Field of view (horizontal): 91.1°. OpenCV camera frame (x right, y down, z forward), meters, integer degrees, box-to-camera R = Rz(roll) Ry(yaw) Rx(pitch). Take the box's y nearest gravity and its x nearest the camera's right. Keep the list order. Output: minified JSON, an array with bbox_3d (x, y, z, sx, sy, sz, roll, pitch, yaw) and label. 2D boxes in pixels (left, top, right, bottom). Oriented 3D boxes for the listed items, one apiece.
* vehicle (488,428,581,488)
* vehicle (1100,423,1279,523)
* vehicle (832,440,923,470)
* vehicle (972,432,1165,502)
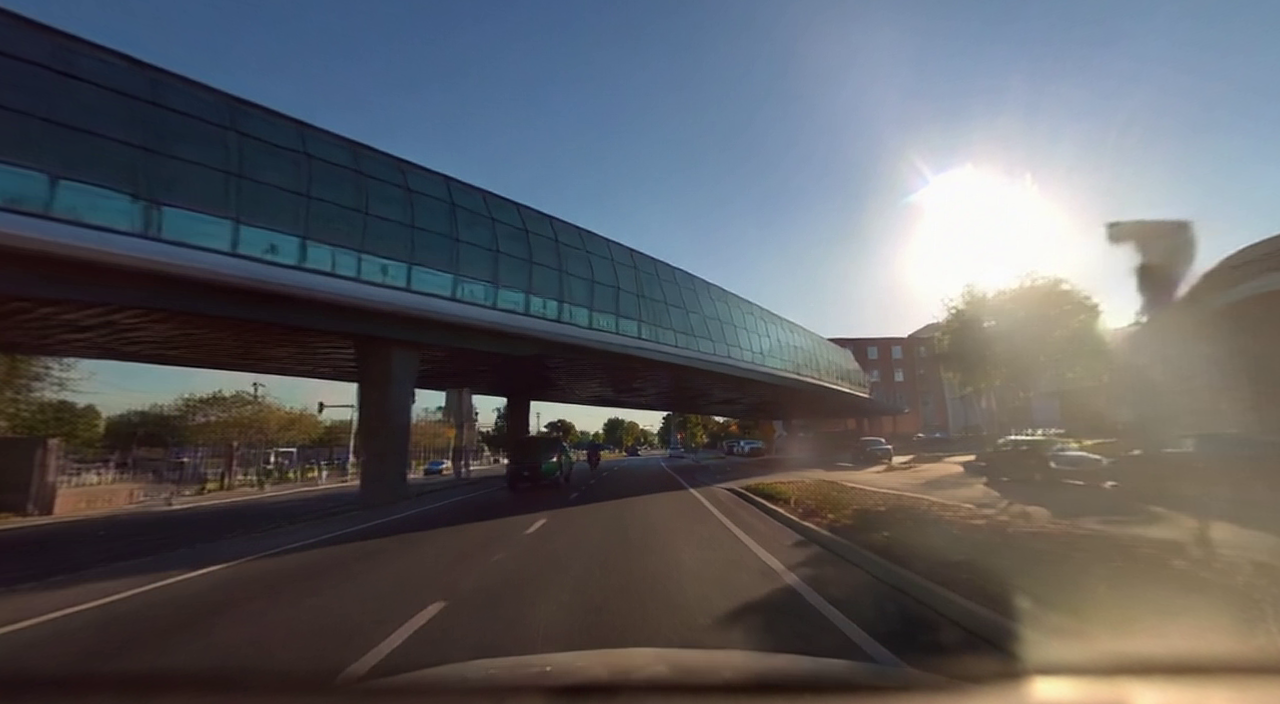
[{"bbox_3d":[-3.865,4.045,24.314,2.468,1.993,5.840,-1,-9,1],"label":"vehicle"},{"bbox_3d":[11.639,2.225,12.100,2.051,1.534,4.466,-6,-9,0],"label":"vehicle"},{"bbox_3d":[14.398,6.233,38.344,2.078,1.523,4.760,2,-7,-34],"label":"vehicle"},{"bbox_3d":[11.653,3.112,17.585,2.189,1.510,4.458,-5,-8,0],"label":"vehicle"}]
